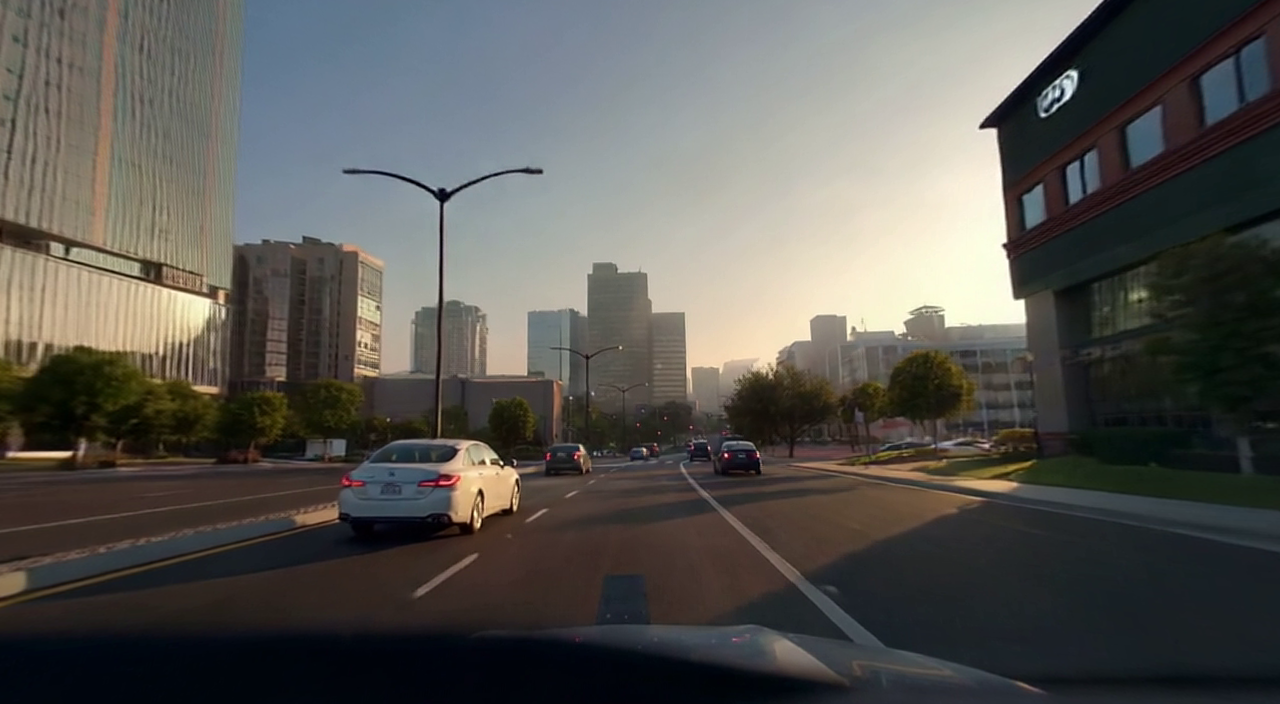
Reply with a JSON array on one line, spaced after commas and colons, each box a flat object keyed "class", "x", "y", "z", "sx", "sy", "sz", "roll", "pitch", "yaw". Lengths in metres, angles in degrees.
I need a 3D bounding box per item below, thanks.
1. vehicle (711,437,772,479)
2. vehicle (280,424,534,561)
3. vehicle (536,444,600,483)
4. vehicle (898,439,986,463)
[{"class": "vehicle", "x": 4.503, "y": 4.771, "z": 28.629, "sx": 2.103, "sy": 1.699, "sz": 4.171, "roll": 0, "pitch": -8, "yaw": 0}, {"class": "vehicle", "x": -3.084, "y": 1.969, "z": 9.595, "sx": 2.118, "sy": 1.568, "sz": 4.436, "roll": 0, "pitch": -8, "yaw": 1}, {"class": "vehicle", "x": -2.859, "y": 4.534, "z": 26.034, "sx": 1.980, "sy": 1.454, "sz": 4.226, "roll": -1, "pitch": -8, "yaw": 2}, {"class": "vehicle", "x": 19.231, "y": 6.333, "z": 40.260, "sx": 4.502, "sy": 1.454, "sz": 2.129, "roll": 0, "pitch": -9, "yaw": 0}]
